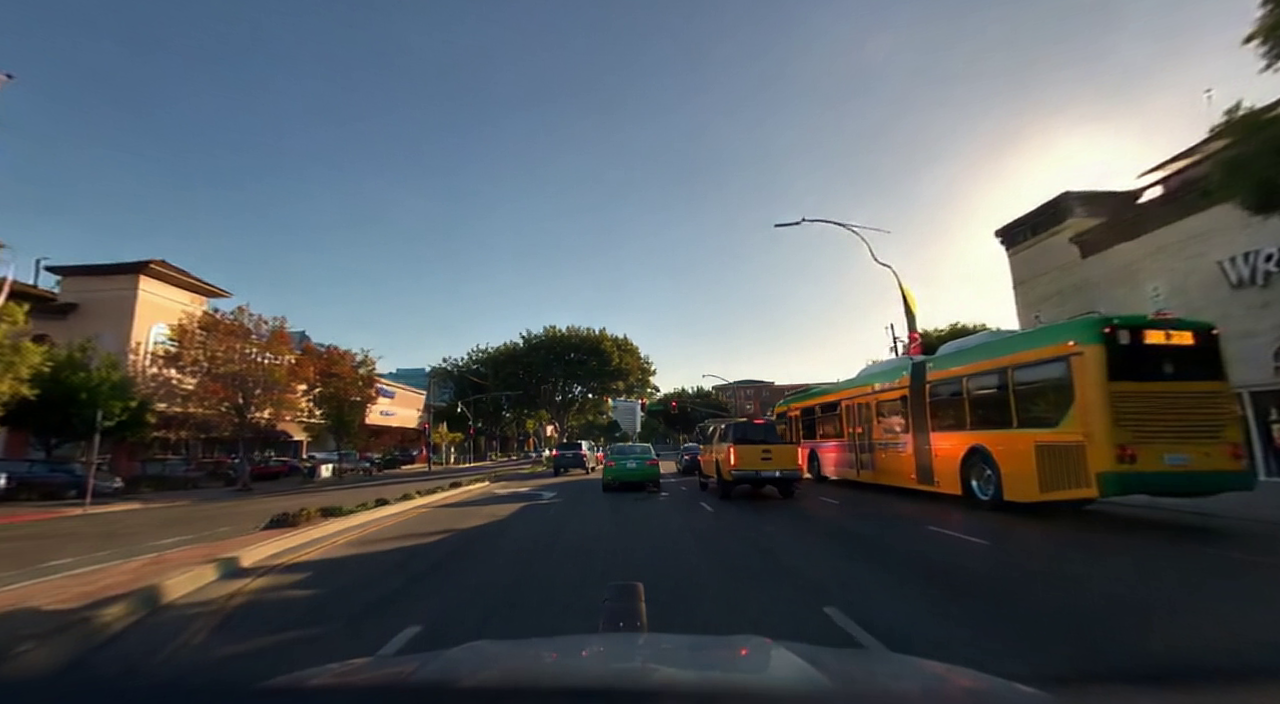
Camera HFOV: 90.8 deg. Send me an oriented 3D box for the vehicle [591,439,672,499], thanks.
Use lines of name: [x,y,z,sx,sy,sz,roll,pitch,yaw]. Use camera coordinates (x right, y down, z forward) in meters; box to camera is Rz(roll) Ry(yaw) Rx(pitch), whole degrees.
vehicle: [-0.279,3.294,18.187,2.071,1.525,3.723,0,-9,-2]

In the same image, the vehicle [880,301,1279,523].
vehicle: [10.164,1.844,16.962,3.181,4.110,10.468,0,-9,-1]

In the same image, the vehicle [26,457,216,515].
vehicle: [-14.775,3.803,18.375,1.960,1.396,4.185,0,-9,0]

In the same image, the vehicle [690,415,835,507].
vehicle: [2.874,2.802,16.627,2.490,1.951,5.931,0,-9,-2]

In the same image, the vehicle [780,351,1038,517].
vehicle: [6.353,2.260,17.117,2.879,3.318,8.881,0,-8,-1]

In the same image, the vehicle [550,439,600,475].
vehicle: [-3.290,5.388,32.715,2.180,1.708,4.397,0,-9,-1]
